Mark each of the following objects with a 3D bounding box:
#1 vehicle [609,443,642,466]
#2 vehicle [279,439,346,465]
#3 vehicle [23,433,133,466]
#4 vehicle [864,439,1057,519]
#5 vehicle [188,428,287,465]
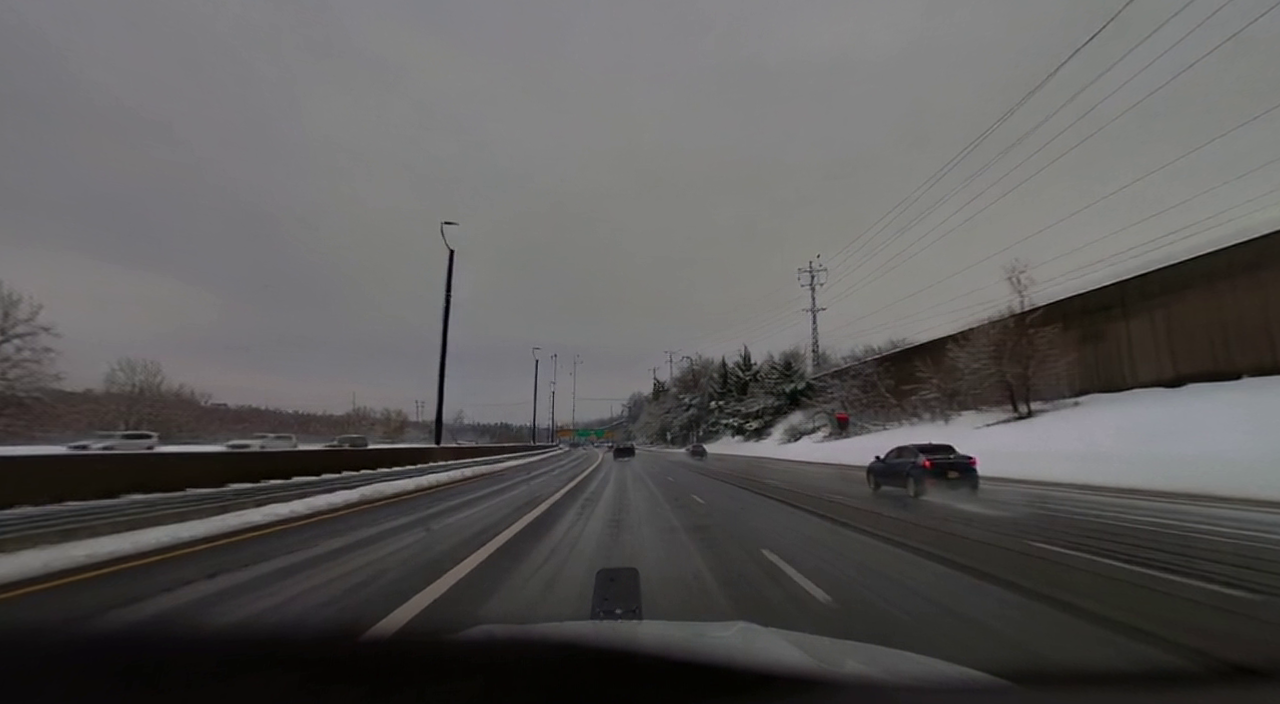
[{"bbox_3d":[-1.036,6.973,43.215,2.109,1.489,4.027,0,-8,-2],"label":"vehicle"},{"bbox_3d":[-20.093,6.169,39.045,1.849,1.498,4.484,0,-8,-2],"label":"vehicle"},{"bbox_3d":[-31.246,5.452,35.396,2.036,1.697,4.566,0,-9,-1],"label":"vehicle"},{"bbox_3d":[6.622,2.639,13.717,1.876,1.451,4.154,0,-9,-2],"label":"vehicle"},{"bbox_3d":[-24.057,5.715,38.202,2.310,2.019,5.765,0,-9,-2],"label":"vehicle"}]
